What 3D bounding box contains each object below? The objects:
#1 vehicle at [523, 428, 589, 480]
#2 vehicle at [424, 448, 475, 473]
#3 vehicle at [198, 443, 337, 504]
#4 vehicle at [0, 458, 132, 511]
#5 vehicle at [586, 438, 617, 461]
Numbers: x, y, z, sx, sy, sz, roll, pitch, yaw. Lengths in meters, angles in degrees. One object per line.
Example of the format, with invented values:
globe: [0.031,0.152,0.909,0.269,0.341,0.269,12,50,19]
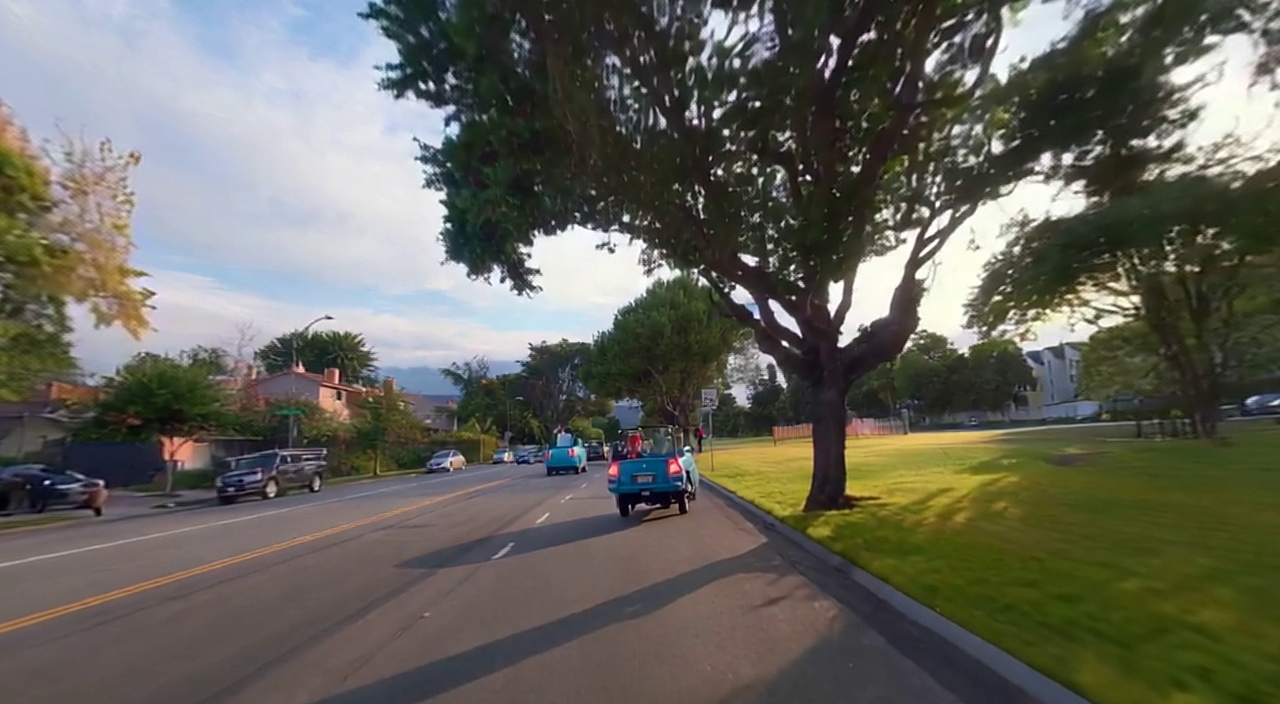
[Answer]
vehicle: [-3.134,3.911,24.291,1.908,1.809,4.230,-1,-8,1]
vehicle: [-12.193,6.951,40.518,1.887,1.469,4.691,0,-9,-1]
vehicle: [-12.367,4.010,21.301,1.928,1.800,4.632,0,-8,-1]
vehicle: [-18.855,4.042,19.347,4.635,1.487,1.969,0,-8,-1]
vehicle: [-2.834,7.236,46.781,2.007,1.615,3.758,-1,-8,1]
